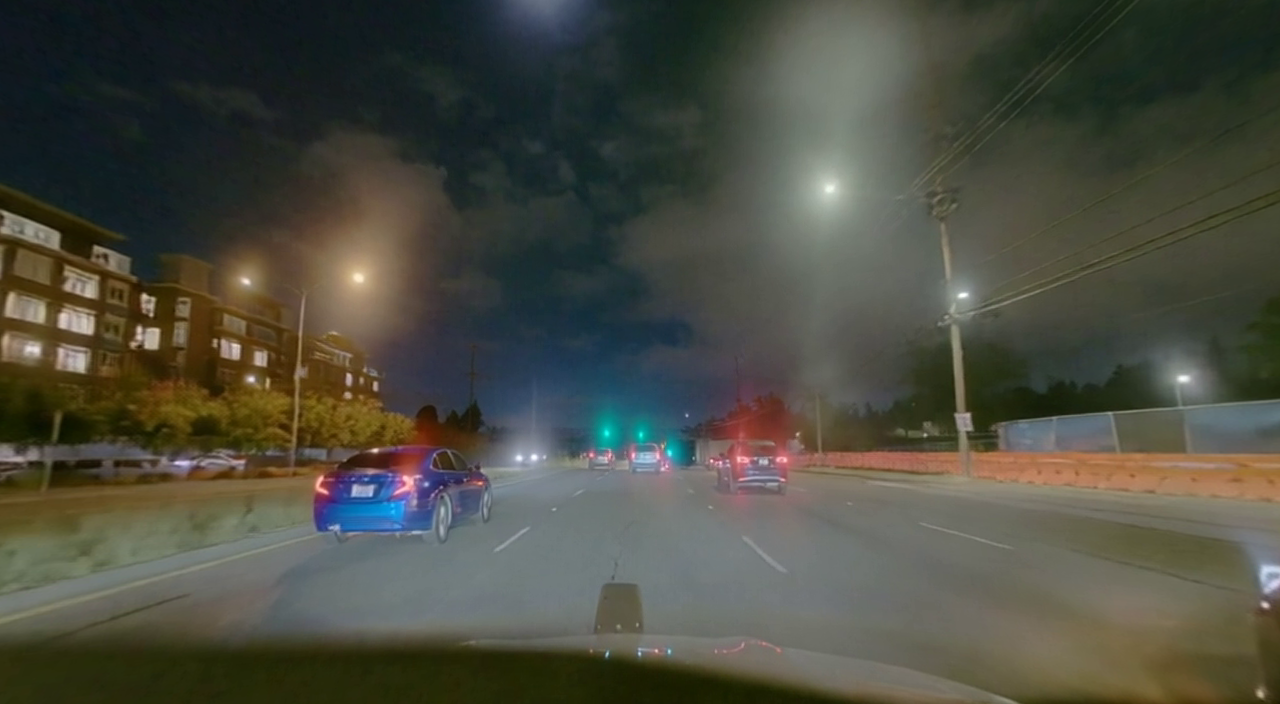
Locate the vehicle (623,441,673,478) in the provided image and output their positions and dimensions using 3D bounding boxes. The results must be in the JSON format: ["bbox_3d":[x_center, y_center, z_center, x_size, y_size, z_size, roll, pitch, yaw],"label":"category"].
[{"bbox_3d":[0.388,5.267,31.269,2.291,1.714,4.217,0,-8,1],"label":"vehicle"}]

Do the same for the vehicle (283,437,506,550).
[{"bbox_3d":[-3.682,2.177,10.476,1.968,1.473,4.209,0,-8,0],"label":"vehicle"}]

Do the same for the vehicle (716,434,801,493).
[{"bbox_3d":[3.871,3.721,21.441,2.029,1.797,4.218,0,-8,-1],"label":"vehicle"}]

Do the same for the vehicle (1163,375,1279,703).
[{"bbox_3d":[3.439,0.662,0.870,1.975,1.598,4.025,0,-9,1],"label":"vehicle"}]

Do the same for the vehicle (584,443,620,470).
[{"bbox_3d":[-2.696,7.518,45.506,2.190,1.832,4.417,0,-8,1],"label":"vehicle"}]

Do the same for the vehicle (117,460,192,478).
[{"bbox_3d":[-36.536,8.786,47.602,4.090,1.271,1.813,0,-8,-2],"label":"vehicle"}]

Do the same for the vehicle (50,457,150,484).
[{"bbox_3d":[-35.892,7.873,42.099,4.614,1.668,2.011,1,-9,-7],"label":"vehicle"}]
